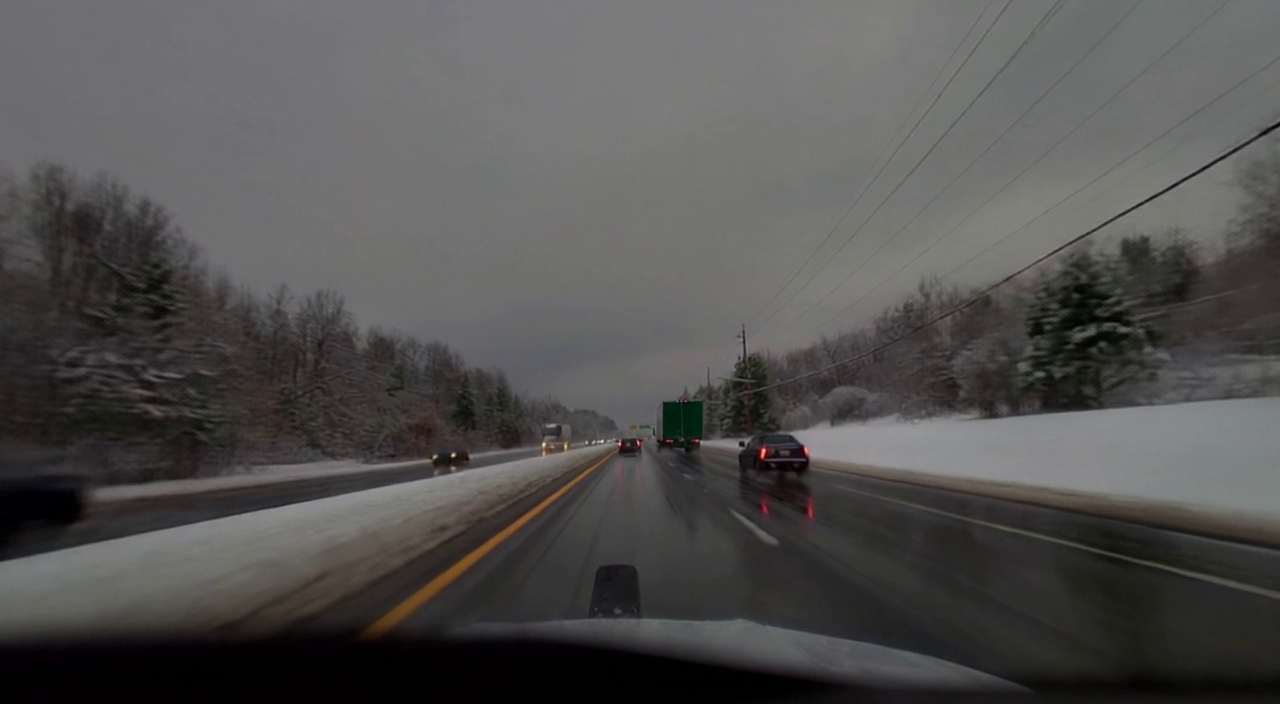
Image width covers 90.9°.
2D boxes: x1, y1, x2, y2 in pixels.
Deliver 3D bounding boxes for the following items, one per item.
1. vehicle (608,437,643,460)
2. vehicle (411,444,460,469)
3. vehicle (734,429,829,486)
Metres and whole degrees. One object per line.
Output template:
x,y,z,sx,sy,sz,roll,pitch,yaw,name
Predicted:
-0.960,6.325,41.612,2.163,1.466,3.693,0,-8,-1,vehicle
-13.673,6.964,42.417,1.837,1.523,4.377,0,-8,-1,vehicle
4.259,3.202,19.597,1.930,1.573,3.853,0,-8,-2,vehicle
